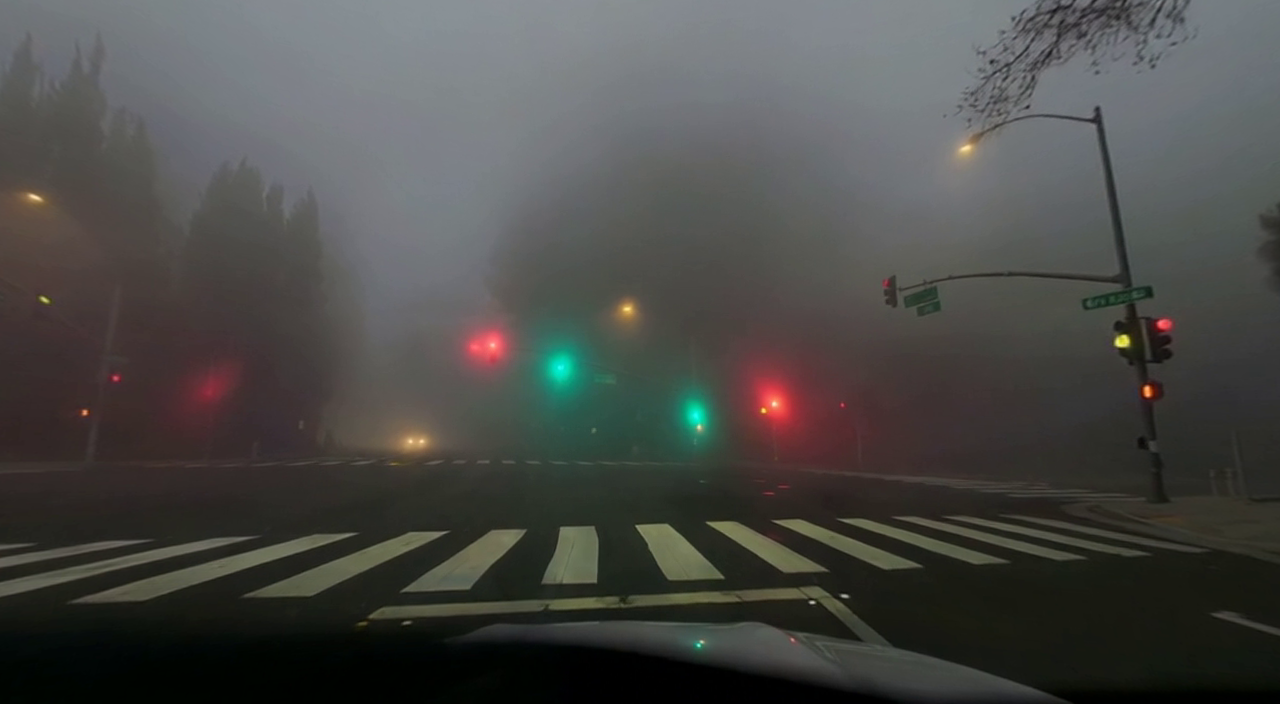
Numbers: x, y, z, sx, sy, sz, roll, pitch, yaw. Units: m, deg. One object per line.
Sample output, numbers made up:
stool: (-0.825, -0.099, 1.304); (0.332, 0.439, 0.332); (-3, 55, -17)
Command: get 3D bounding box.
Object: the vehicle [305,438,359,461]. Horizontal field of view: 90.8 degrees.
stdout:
vehicle: (-20.415, 6.466, 42.074); (1.918, 1.432, 4.433); (1, -9, -8)
